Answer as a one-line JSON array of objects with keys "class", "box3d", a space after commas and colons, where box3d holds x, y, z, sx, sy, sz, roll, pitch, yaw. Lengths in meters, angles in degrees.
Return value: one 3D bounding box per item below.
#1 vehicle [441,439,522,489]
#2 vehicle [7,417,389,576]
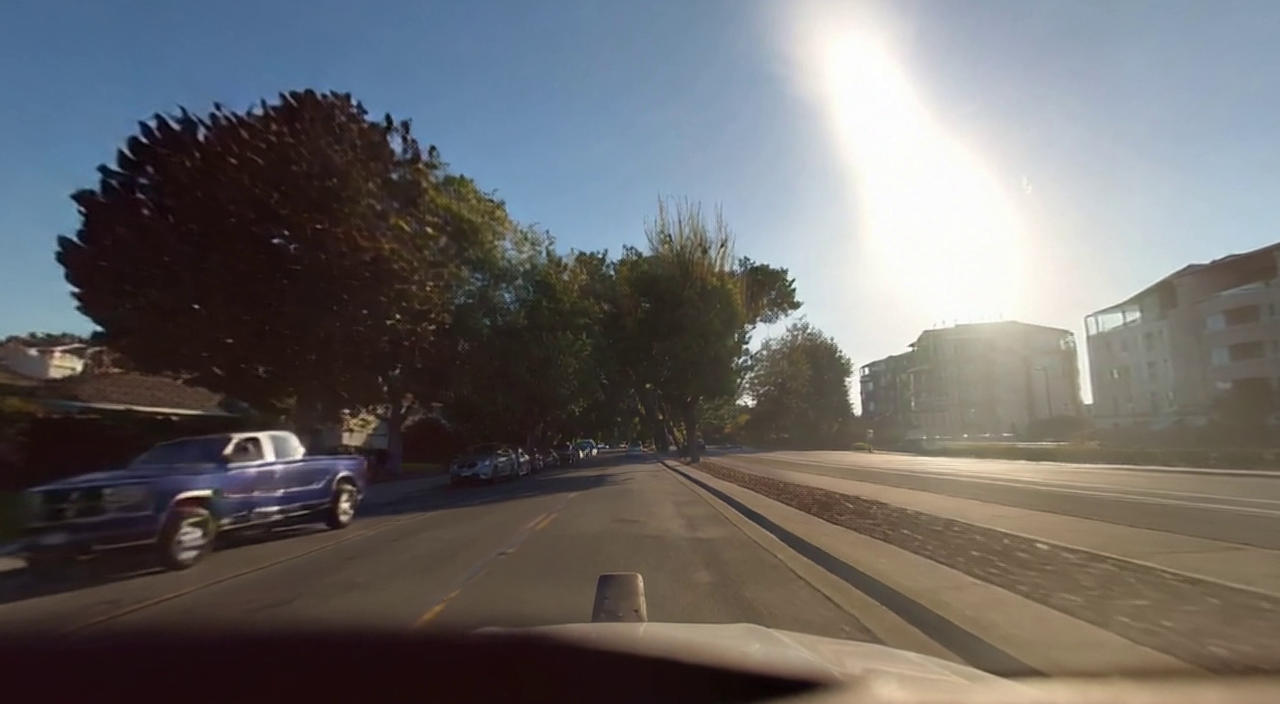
[{"class": "vehicle", "box3d": [-6.583, 4.697, 26.830, 2.020, 1.842, 5.116, 1, -8, 1]}, {"class": "vehicle", "box3d": [-6.504, 2.159, 10.502, 2.350, 1.892, 5.542, 1, -8, 0]}]
